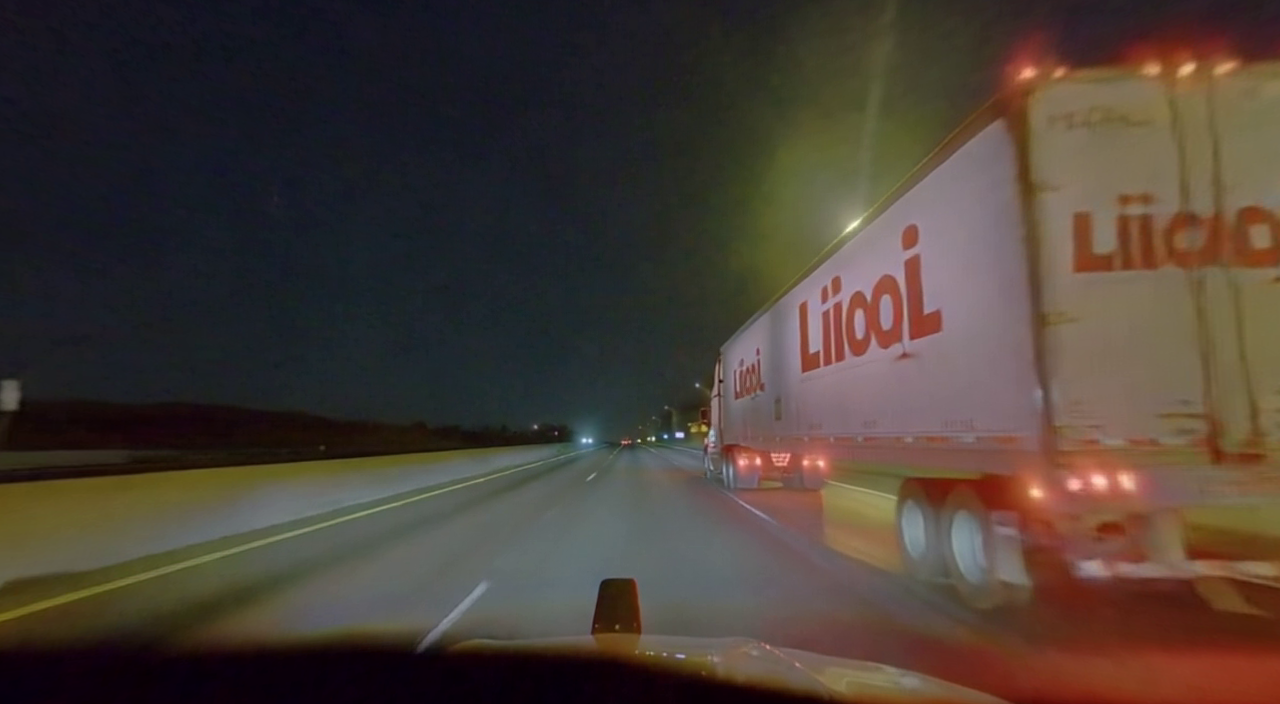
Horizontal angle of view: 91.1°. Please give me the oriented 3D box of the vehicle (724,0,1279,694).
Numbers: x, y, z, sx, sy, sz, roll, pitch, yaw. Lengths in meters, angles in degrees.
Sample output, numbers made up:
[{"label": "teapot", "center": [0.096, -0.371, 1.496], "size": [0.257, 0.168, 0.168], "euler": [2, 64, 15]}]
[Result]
[{"label": "vehicle", "center": [4.098, 0.577, 10.665], "size": [3.034, 4.194, 14.704], "euler": [0, -8, -1]}]
